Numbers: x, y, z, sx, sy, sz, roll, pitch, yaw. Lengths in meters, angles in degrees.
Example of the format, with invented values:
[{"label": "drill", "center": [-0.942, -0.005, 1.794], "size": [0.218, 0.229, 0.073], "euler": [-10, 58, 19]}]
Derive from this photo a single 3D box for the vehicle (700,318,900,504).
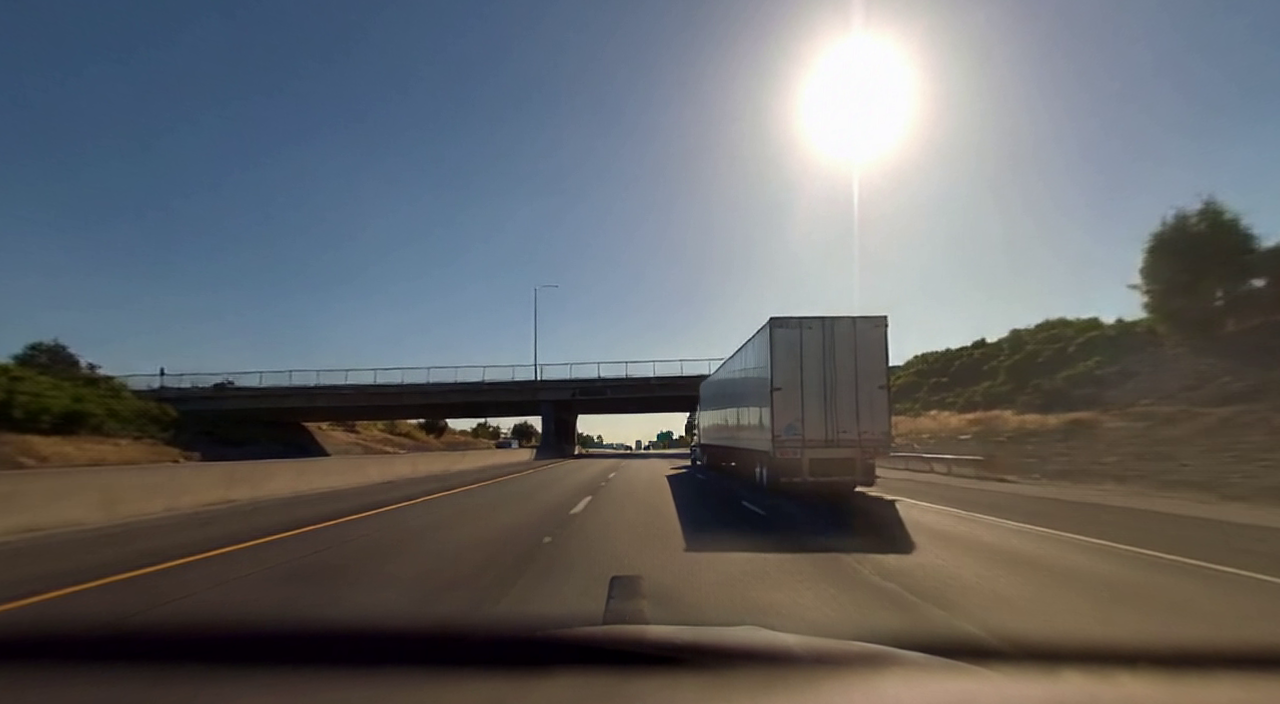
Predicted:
[{"label": "vehicle", "center": [4.170, 2.327, 20.954], "size": [2.933, 4.100, 14.317], "euler": [0, -8, 0]}]
